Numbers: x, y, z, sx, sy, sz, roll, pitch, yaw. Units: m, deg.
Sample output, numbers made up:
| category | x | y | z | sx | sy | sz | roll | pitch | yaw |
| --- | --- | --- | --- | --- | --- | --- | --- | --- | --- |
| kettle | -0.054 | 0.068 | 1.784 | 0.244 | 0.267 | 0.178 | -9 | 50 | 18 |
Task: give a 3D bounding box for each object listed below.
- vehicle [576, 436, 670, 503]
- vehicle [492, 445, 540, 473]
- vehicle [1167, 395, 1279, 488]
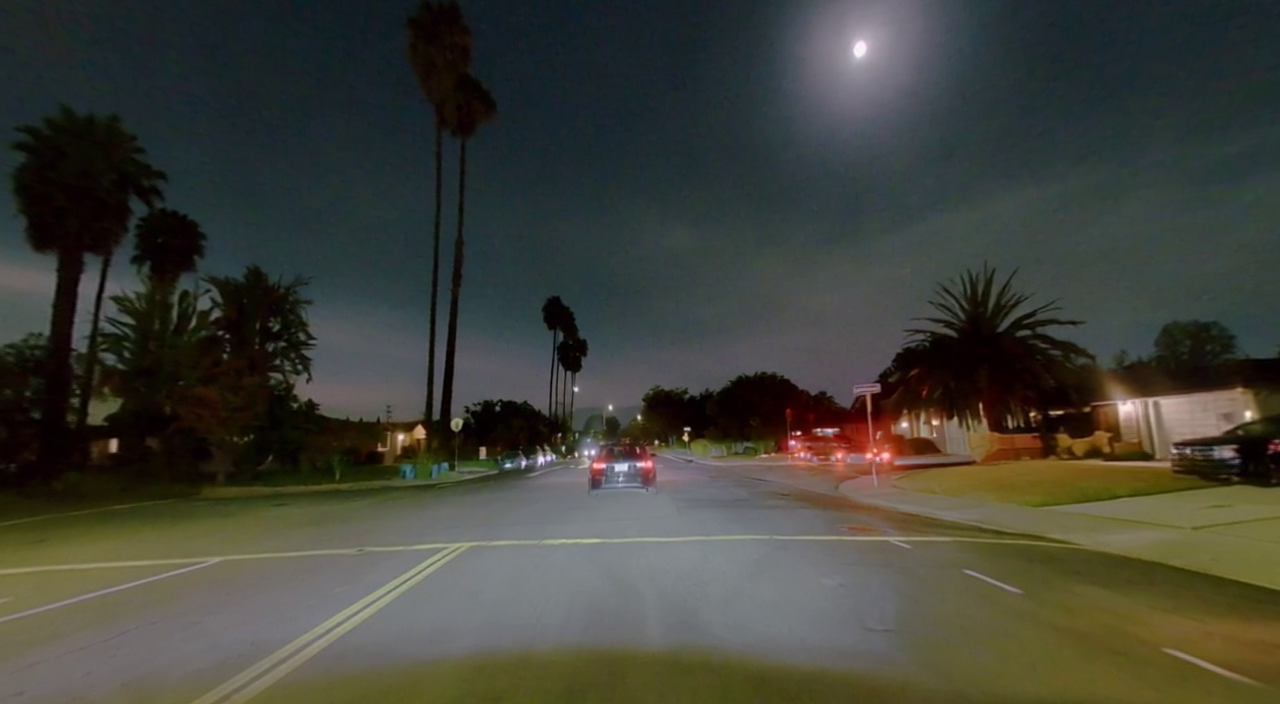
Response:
| category | x | y | z | sx | sy | sz | roll | pitch | yaw |
| --- | --- | --- | --- | --- | --- | --- | --- | --- | --- |
| vehicle | -0.423 | 2.952 | 16.298 | 2.098 | 1.483 | 4.099 | 0 | -9 | -1 |
| vehicle | -7.931 | 6.877 | 40.746 | 2.069 | 1.441 | 4.368 | -3 | -7 | 2 |
| vehicle | 14.164 | 1.879 | 13.253 | 4.343 | 1.807 | 1.914 | 0 | -9 | 2 |
